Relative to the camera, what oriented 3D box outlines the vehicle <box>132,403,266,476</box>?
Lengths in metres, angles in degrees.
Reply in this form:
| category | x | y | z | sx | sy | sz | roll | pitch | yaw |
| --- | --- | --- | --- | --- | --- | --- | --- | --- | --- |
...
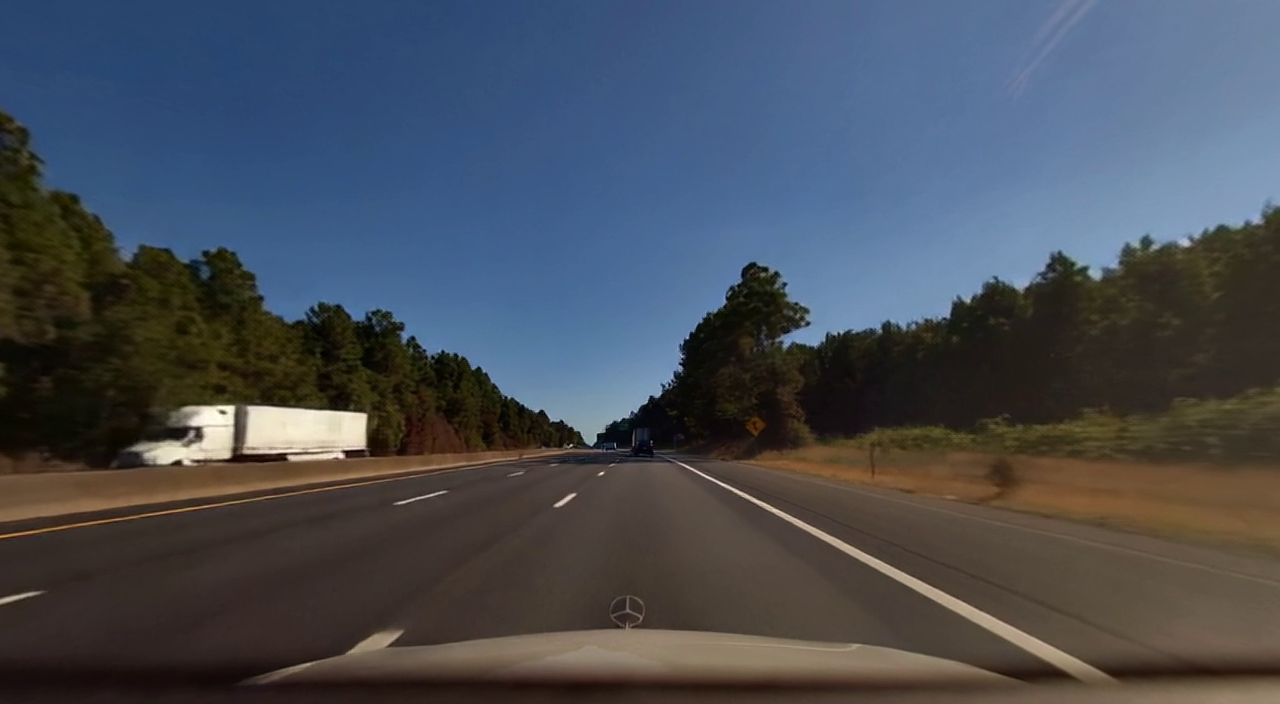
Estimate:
| category | x | y | z | sx | sy | sz | roll | pitch | yaw |
| --- | --- | --- | --- | --- | --- | --- | --- | --- | --- |
| vehicle | -22.018 | 4.400 | 31.813 | 2.748 | 3.336 | 5.227 | 1 | -8 | 1 |

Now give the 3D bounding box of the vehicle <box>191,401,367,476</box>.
| category | x | y | z | sx | sy | sz | roll | pitch | yaw |
| --- | --- | --- | --- | --- | --- | --- | --- | --- | --- |
| vehicle | -22.181 | 5.599 | 40.421 | 2.901 | 3.911 | 14.211 | 0 | -8 | 0 |
